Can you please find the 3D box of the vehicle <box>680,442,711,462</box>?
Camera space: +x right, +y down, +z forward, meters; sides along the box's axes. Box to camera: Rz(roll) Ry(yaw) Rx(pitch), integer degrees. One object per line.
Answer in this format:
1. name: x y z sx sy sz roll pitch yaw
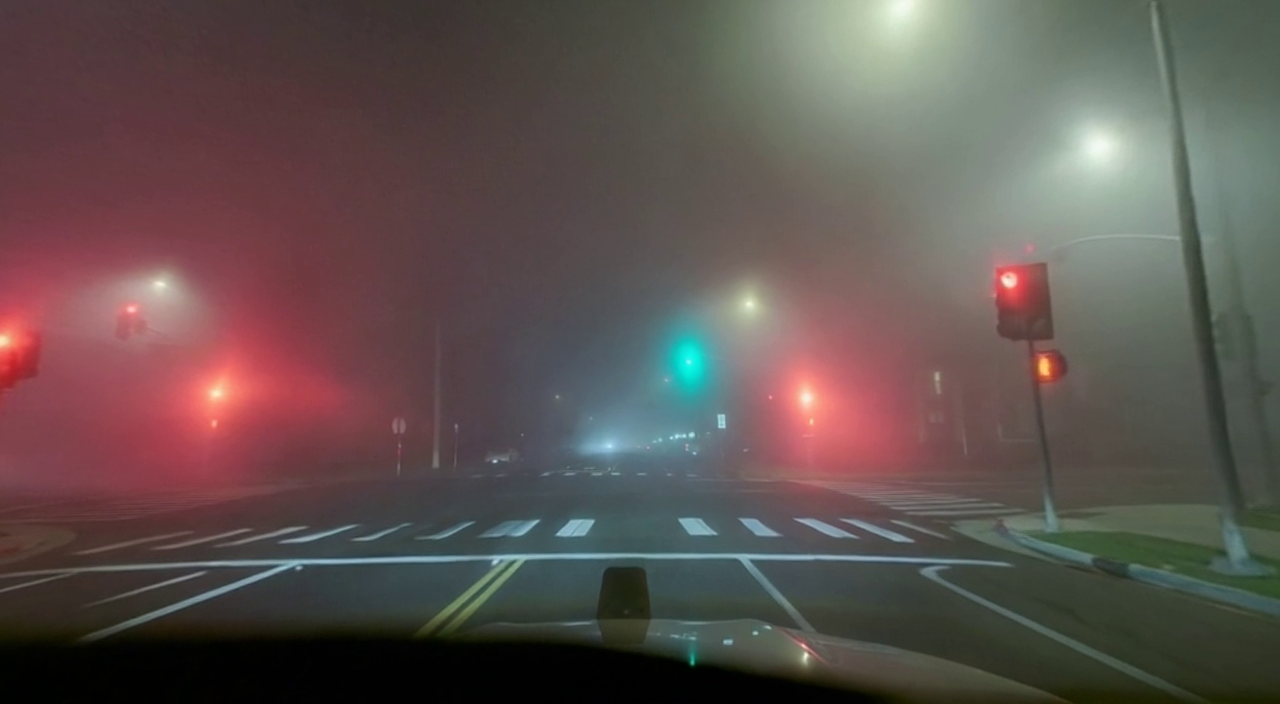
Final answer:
1. vehicle: 4.129 7.498 47.338 1.987 1.466 4.389 0 -9 0
